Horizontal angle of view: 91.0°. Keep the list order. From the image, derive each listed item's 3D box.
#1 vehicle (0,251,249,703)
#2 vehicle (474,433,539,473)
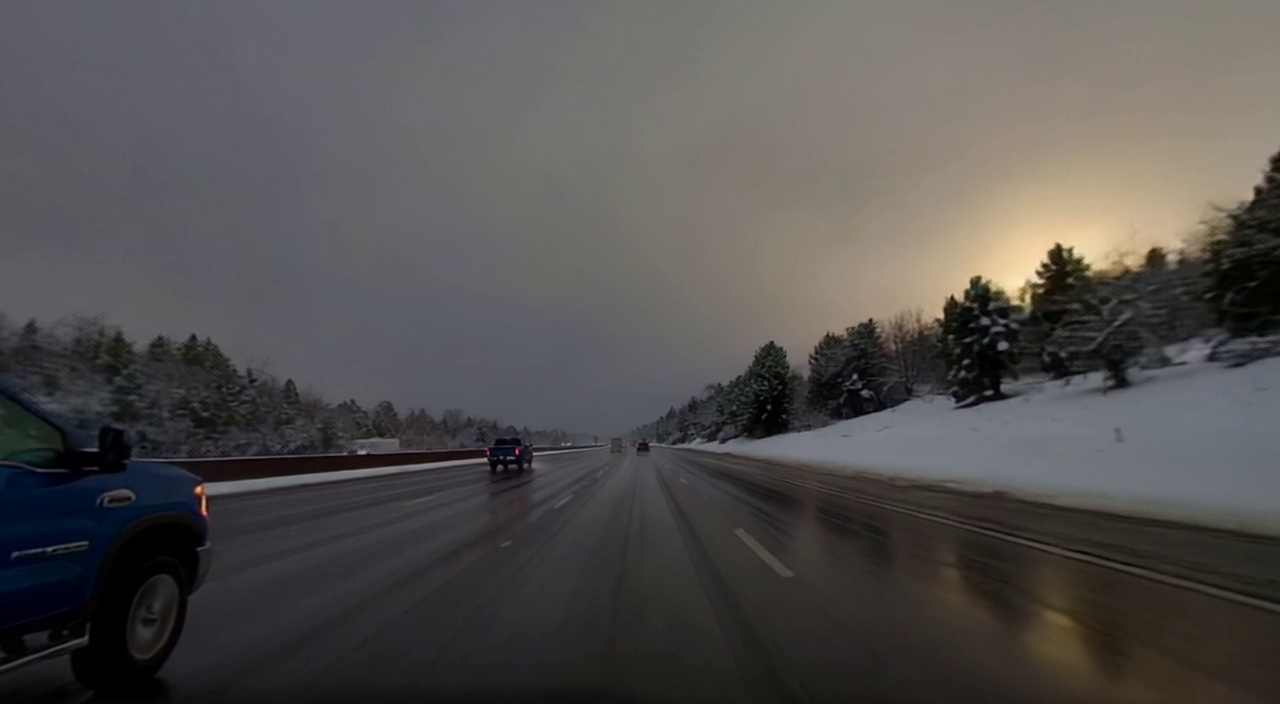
[{"bbox_3d":[-3.663,0.375,0.790,2.339,2.004,6.171,0,-9,0],"label":"vehicle"},{"bbox_3d":[-7.003,5.357,33.636,2.260,1.917,5.499,0,-9,0],"label":"vehicle"}]
